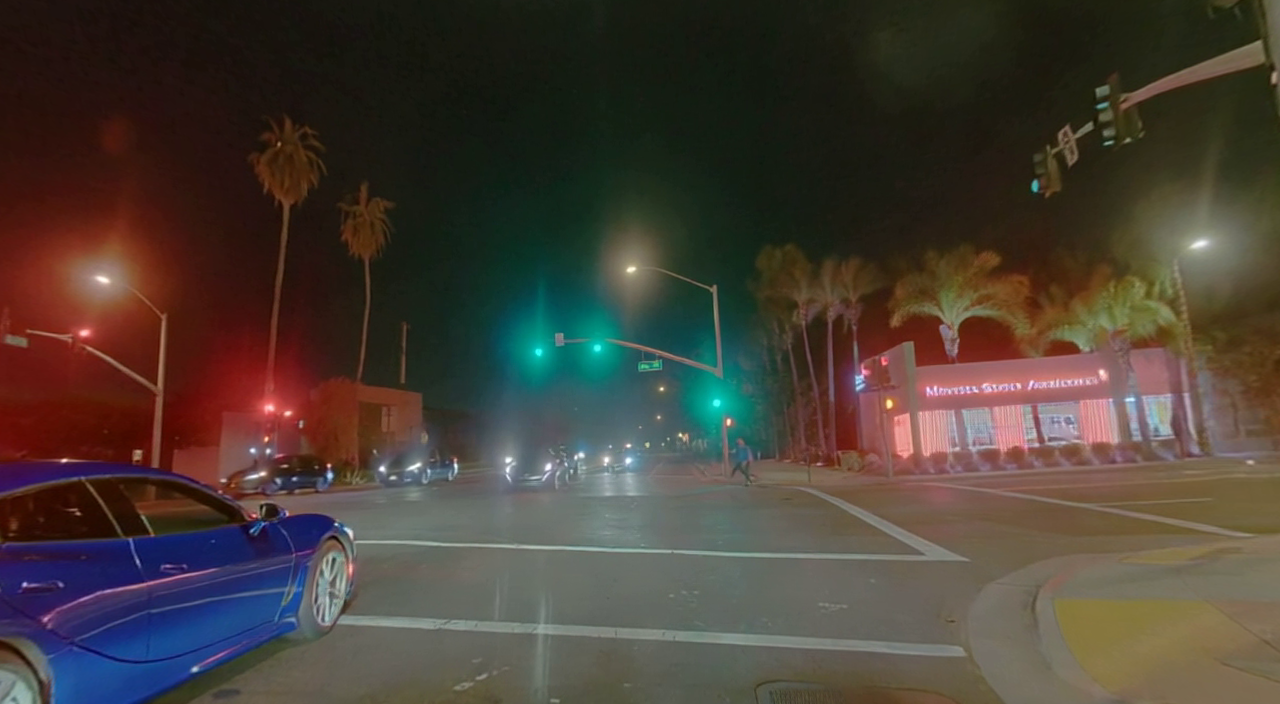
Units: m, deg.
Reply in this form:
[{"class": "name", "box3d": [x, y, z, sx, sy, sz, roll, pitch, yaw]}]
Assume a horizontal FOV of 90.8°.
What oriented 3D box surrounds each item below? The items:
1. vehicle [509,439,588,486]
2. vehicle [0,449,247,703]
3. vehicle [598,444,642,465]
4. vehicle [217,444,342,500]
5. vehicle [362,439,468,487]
[{"class": "vehicle", "box3d": [-3.361, 3.889, 22.493, 1.839, 1.468, 4.549, 3, -9, -20]}, {"class": "vehicle", "box3d": [-3.697, 1.018, 2.242, 1.850, 1.325, 4.295, 0, -9, 0]}, {"class": "vehicle", "box3d": [-1.534, 7.992, 49.582, 2.181, 1.549, 4.345, -3, -9, 17]}, {"class": "vehicle", "box3d": [-13.135, 4.394, 23.398, 1.870, 1.705, 4.426, -6, -10, 3]}, {"class": "vehicle", "box3d": [-9.294, 4.676, 26.750, 2.050, 1.792, 5.507, -1, -9, 5]}]
